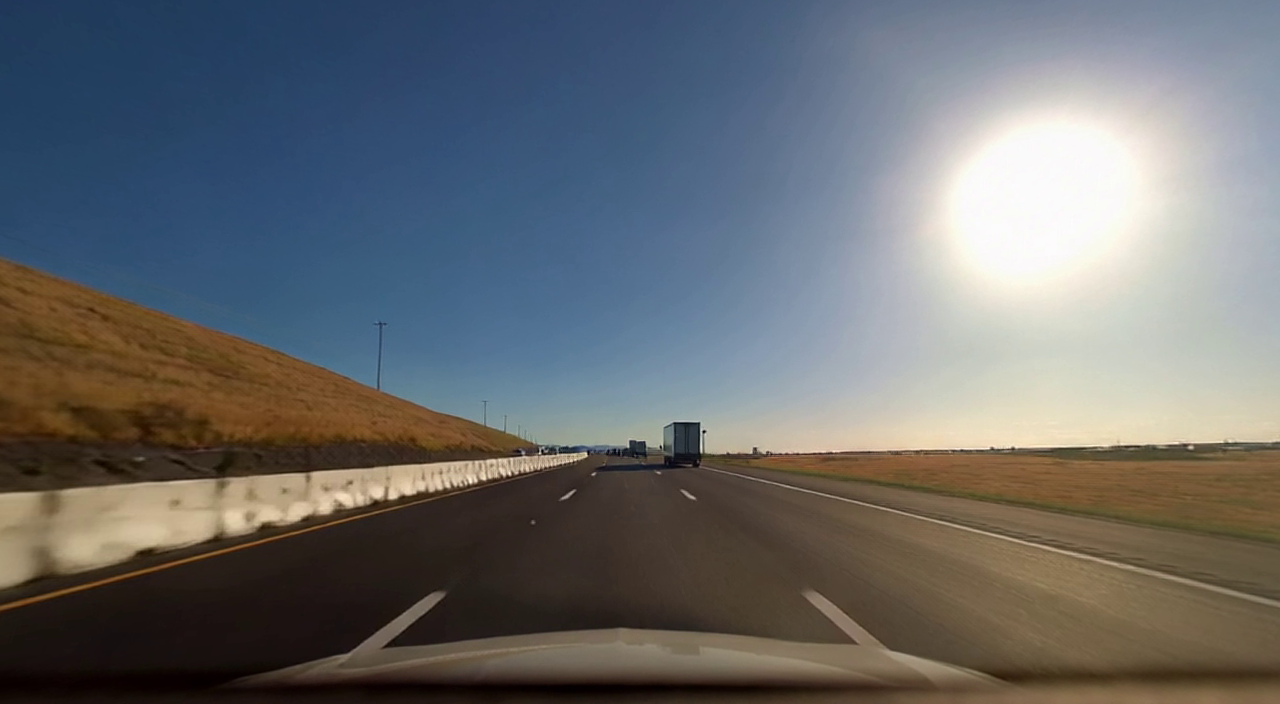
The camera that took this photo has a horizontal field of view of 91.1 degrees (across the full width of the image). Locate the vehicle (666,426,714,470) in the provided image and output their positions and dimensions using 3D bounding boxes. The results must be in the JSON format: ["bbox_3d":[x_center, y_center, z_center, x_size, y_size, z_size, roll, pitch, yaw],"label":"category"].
[{"bbox_3d":[3.199,6.312,41.322,2.527,2.682,4.082,0,-9,-4],"label":"vehicle"}]
